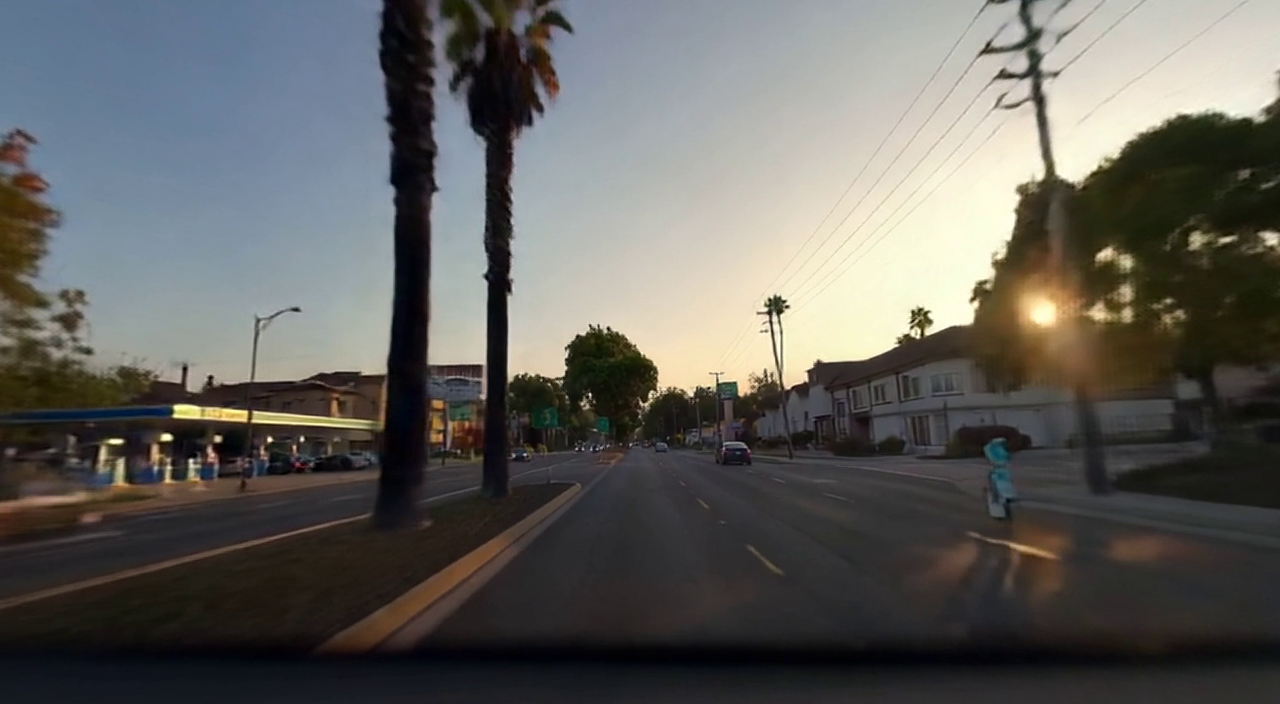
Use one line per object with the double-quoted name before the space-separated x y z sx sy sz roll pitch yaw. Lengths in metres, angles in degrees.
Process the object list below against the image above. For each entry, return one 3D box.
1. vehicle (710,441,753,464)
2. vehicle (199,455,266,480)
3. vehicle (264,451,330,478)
"vehicle" 6.298 6.979 43.973 2.261 1.479 4.403 0 -9 -2
"vehicle" -30.766 8.700 47.877 1.993 1.737 4.539 0 -9 0
"vehicle" -25.735 8.408 47.607 2.056 1.890 5.063 0 -9 1
